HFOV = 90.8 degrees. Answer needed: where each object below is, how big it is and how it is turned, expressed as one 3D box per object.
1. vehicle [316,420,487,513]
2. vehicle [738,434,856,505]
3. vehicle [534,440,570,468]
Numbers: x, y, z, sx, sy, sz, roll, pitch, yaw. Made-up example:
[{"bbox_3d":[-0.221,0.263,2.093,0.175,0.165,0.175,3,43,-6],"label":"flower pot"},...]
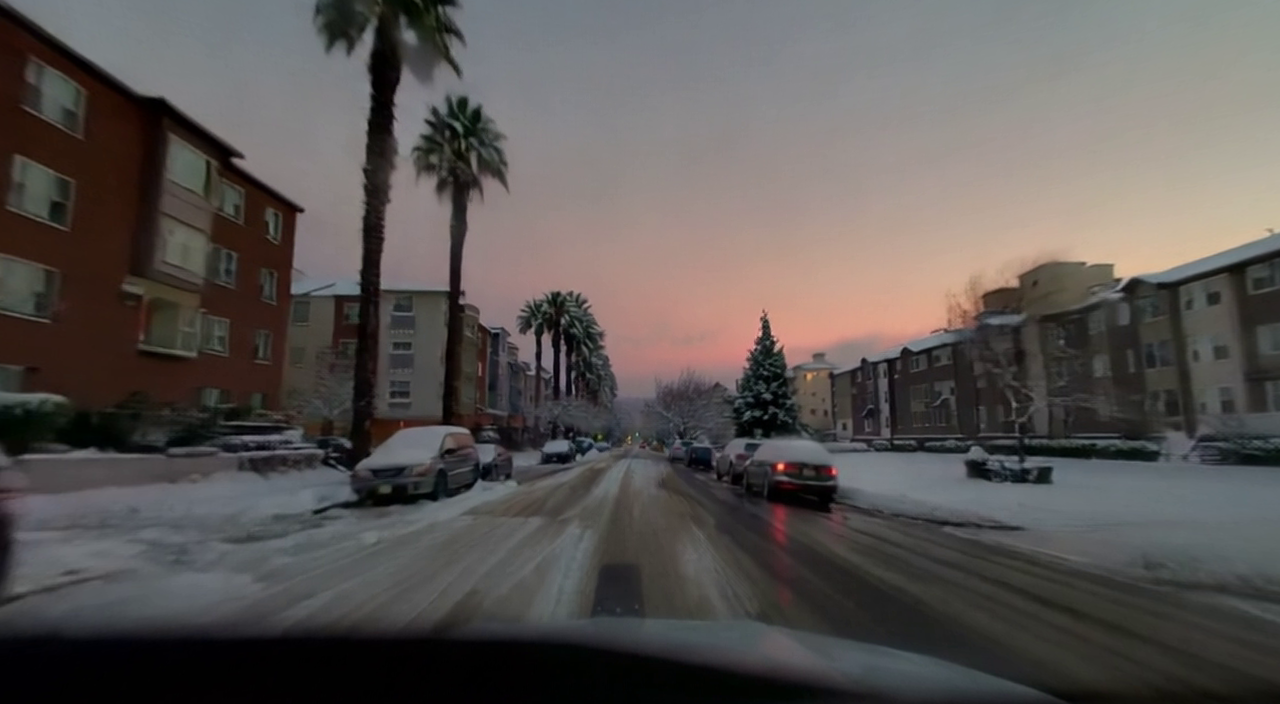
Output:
[{"bbox_3d":[-5.681,2.834,16.090,2.358,1.905,5.615,0,-9,-2],"label":"vehicle"},{"bbox_3d":[4.390,3.351,18.539,1.969,1.782,4.677,0,-9,-4],"label":"vehicle"},{"bbox_3d":[-6.035,7.012,43.665,1.947,1.806,4.413,1,-8,-2],"label":"vehicle"}]
